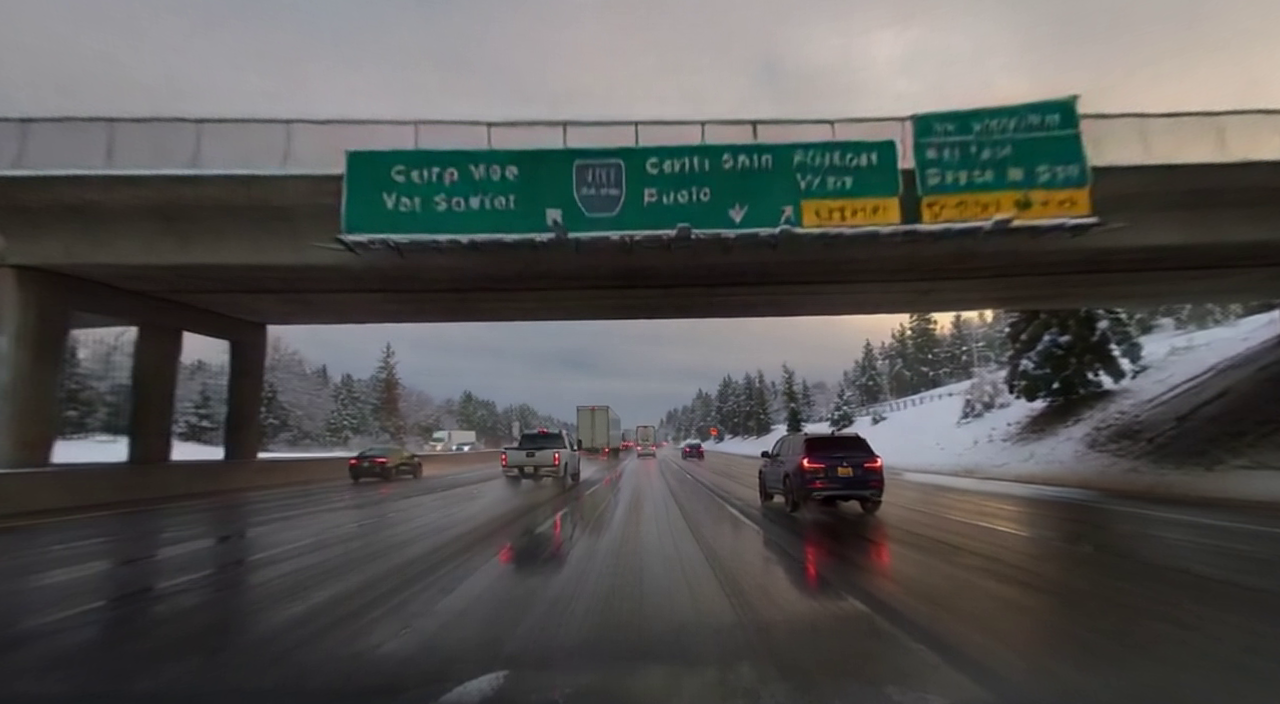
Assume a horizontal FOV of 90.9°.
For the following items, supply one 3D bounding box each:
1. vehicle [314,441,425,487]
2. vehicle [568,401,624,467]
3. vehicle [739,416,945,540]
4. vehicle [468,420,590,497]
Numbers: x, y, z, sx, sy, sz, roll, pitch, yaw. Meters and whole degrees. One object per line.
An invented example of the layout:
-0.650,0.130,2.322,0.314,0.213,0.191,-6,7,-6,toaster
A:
-9.968,4.143,23.726,1.981,1.495,4.834,0,-8,1,vehicle
-2.990,6.337,47.631,2.869,4.108,15.564,-1,-8,1,vehicle
3.083,2.031,10.790,2.028,1.658,4.334,0,-8,-1,vehicle
-3.233,3.327,20.181,2.645,2.023,6.491,-1,-8,1,vehicle
